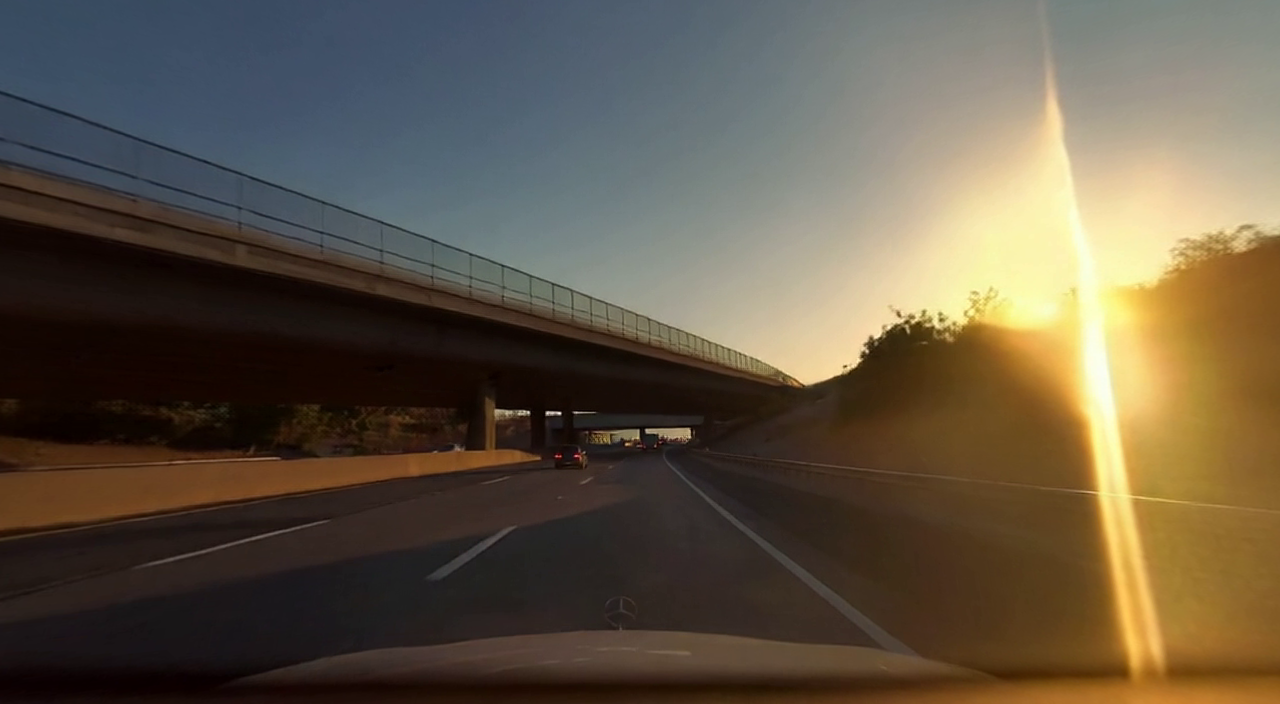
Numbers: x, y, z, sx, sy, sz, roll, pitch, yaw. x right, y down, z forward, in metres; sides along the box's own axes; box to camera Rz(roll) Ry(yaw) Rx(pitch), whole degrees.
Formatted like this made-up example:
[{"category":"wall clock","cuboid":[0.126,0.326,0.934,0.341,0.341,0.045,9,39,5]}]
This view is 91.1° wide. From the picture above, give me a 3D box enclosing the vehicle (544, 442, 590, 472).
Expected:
[{"category":"vehicle","cuboid":[-4.090,6.005,36.064,1.961,1.540,4.487,-1,-9,2]}]
